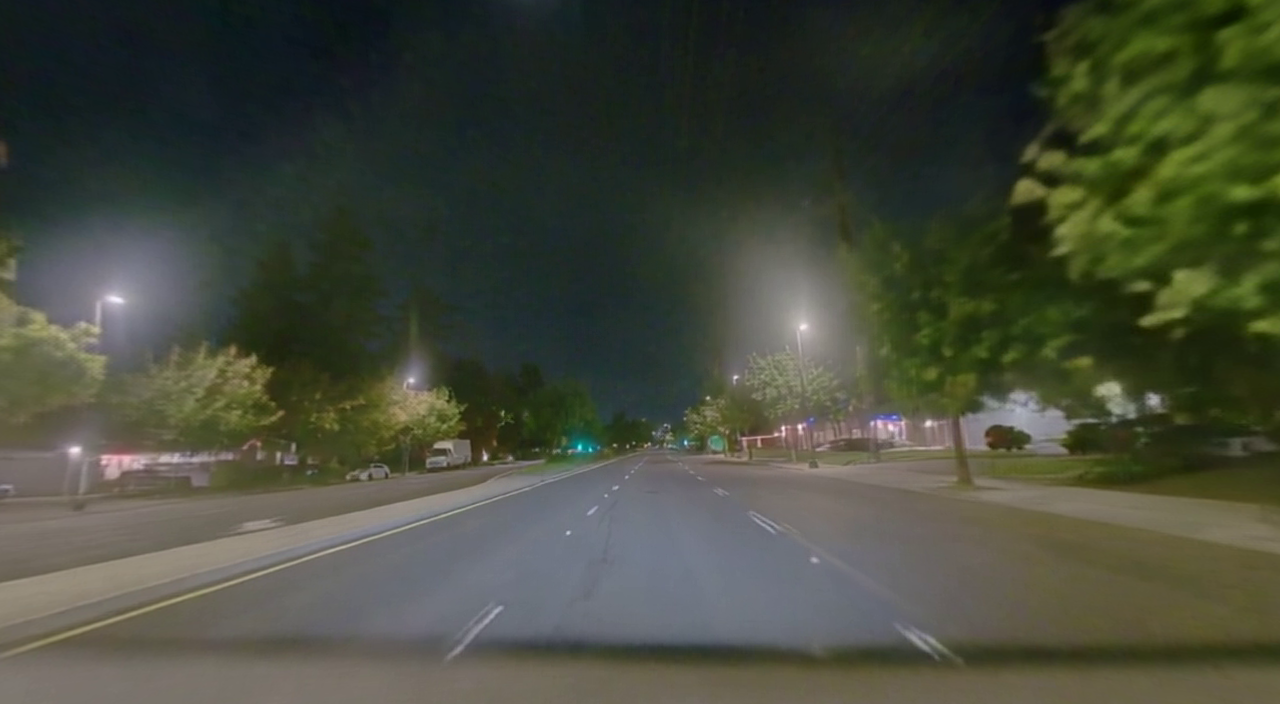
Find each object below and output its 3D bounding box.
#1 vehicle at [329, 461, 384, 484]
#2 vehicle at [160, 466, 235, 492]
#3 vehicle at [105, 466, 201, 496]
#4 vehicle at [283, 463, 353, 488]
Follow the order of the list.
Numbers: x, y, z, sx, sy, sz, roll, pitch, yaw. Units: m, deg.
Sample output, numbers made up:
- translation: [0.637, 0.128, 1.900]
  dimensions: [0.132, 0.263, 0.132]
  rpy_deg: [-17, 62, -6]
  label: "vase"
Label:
- translation: [-20.691, 8.792, 46.174]
  dimensions: [1.820, 1.459, 4.559]
  rpy_deg: [0, -9, 2]
  label: "vehicle"
- translation: [-27.482, 7.880, 39.243]
  dimensions: [1.872, 1.413, 3.806]
  rpy_deg: [0, -9, 1]
  label: "vehicle"
- translation: [-29.987, 7.927, 39.001]
  dimensions: [1.870, 1.601, 5.128]
  rpy_deg: [0, -9, -1]
  label: "vehicle"
- translation: [-20.788, 7.992, 40.844]
  dimensions: [1.929, 1.393, 4.611]
  rpy_deg: [0, -9, 3]
  label: "vehicle"
